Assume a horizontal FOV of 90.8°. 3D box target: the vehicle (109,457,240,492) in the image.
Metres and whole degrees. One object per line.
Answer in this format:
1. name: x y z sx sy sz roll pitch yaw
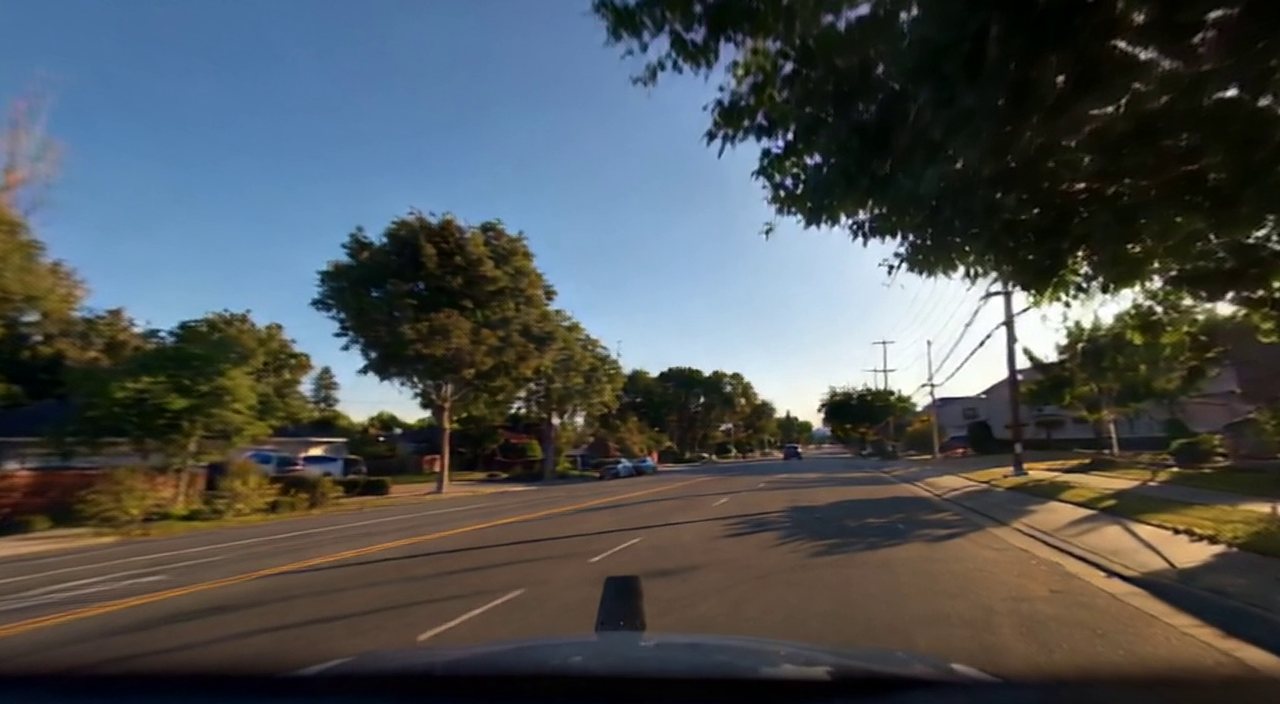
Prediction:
1. vehicle: -21.163 5.514 28.772 4.937 1.445 2.048 -3 -9 15

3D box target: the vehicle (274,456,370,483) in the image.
1. vehicle: -18.140 6.689 36.177 4.326 1.452 2.121 -1 -9 5

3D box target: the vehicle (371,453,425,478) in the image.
1. vehicle: -16.322 7.655 42.889 1.769 1.414 4.434 1 -8 2

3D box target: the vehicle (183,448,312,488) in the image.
1. vehicle: -20.028 5.878 32.282 5.866 1.877 2.280 -3 -9 19

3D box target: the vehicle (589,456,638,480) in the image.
1. vehicle: -1.778 8.068 44.025 1.936 1.489 4.311 -3 -9 19
